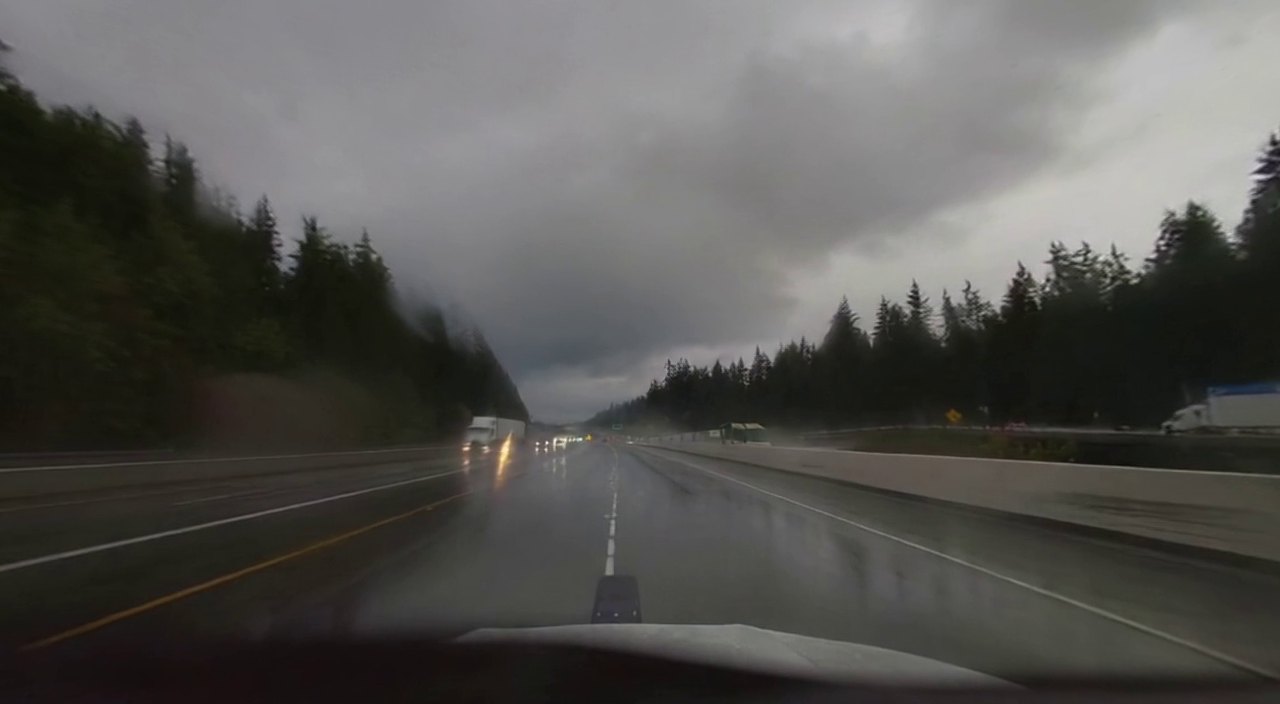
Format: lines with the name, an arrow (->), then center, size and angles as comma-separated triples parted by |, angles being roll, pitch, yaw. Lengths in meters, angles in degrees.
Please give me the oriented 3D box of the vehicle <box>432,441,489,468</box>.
vehicle -> -10.290, 5.896, 36.485 | 2.094, 1.476, 4.661 | 0, -8, -2
